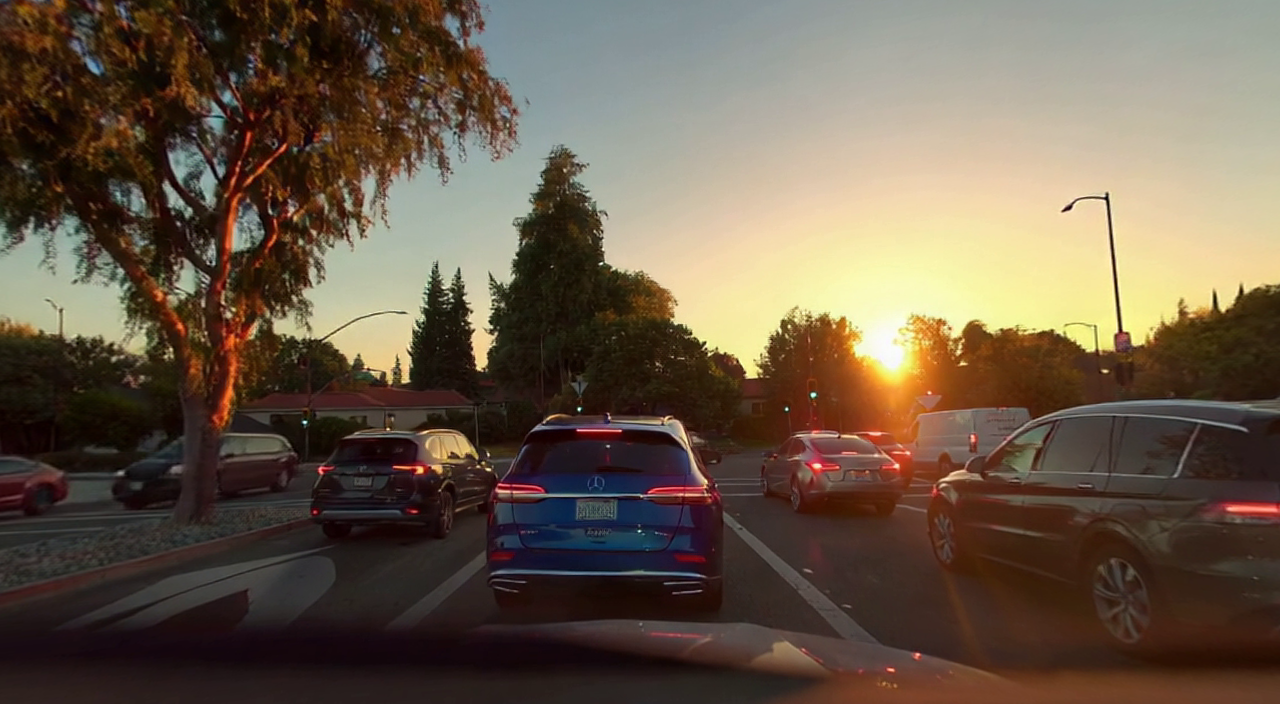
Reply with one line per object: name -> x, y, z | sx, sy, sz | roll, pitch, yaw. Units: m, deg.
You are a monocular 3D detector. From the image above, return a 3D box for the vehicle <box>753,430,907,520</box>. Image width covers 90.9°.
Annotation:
vehicle -> 3.673, 2.437, 12.983 | 1.847, 1.554, 3.885 | 0, -8, -2

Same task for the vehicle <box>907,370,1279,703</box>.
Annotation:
vehicle -> 4.165, 1.281, 5.392 | 2.014, 1.740, 4.515 | -1, -8, 4

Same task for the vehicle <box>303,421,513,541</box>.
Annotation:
vehicle -> -3.762, 2.166, 11.224 | 2.012, 1.701, 4.316 | 0, -8, 1

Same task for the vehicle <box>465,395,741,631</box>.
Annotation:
vehicle -> -0.154, 1.480, 6.743 | 2.022, 1.700, 4.084 | 0, -9, 4

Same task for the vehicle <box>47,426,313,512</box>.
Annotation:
vehicle -> -12.138, 3.136, 17.611 | 2.276, 1.926, 6.686 | 0, -8, 1

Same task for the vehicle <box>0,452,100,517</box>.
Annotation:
vehicle -> -15.822, 3.215, 15.399 | 1.774, 1.468, 3.863 | 0, -8, 1
